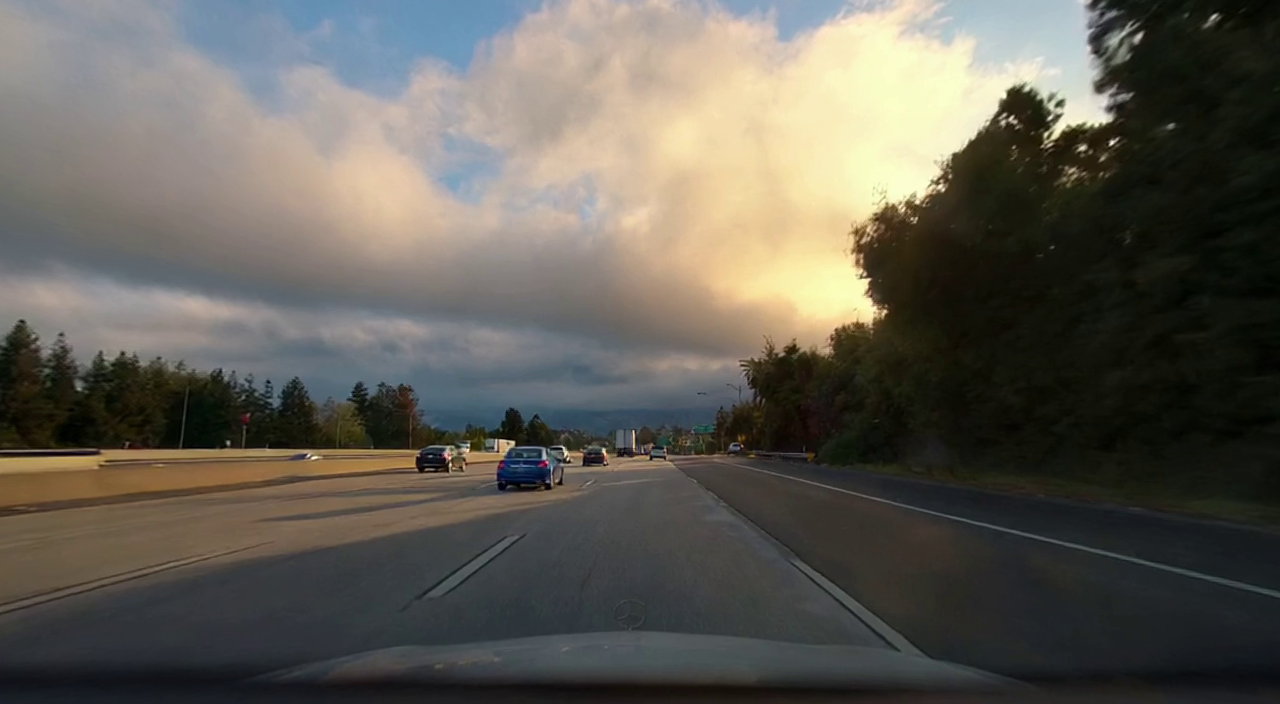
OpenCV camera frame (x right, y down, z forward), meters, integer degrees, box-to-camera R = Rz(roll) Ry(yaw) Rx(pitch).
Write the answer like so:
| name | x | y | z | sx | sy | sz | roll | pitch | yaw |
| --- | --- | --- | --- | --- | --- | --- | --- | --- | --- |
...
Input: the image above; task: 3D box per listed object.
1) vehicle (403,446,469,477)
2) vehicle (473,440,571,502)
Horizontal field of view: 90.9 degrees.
| name | x | y | z | sx | sy | sz | roll | pitch | yaw |
| --- | --- | --- | --- | --- | --- | --- | --- | --- | --- |
| vehicle | -10.628 | 5.703 | 33.252 | 1.888 | 1.481 | 4.477 | -1 | -8 | 2 |
| vehicle | -3.151 | 3.235 | 17.577 | 1.953 | 1.511 | 3.704 | 0 | -8 | 1 |
